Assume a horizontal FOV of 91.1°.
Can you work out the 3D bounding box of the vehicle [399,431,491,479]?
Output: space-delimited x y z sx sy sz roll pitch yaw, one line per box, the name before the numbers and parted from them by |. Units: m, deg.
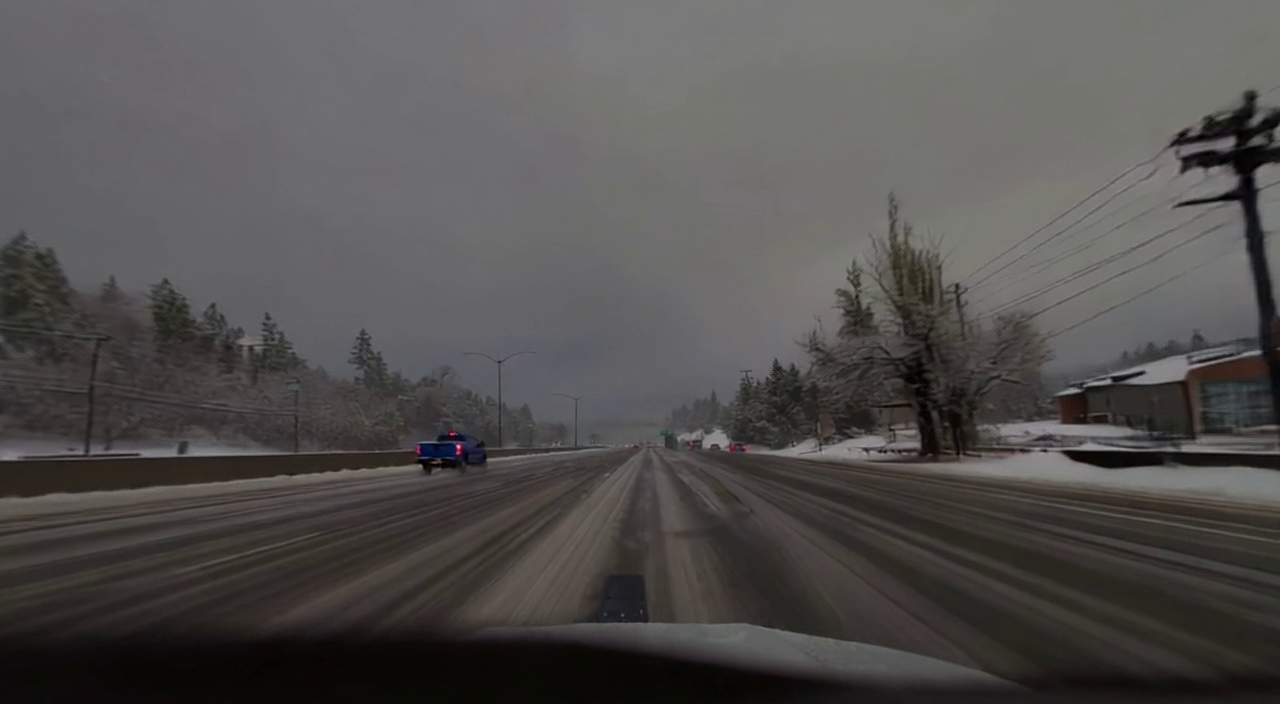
vehicle | -9.839 5.259 32.401 2.667 2.213 6.081 0 -8 1
